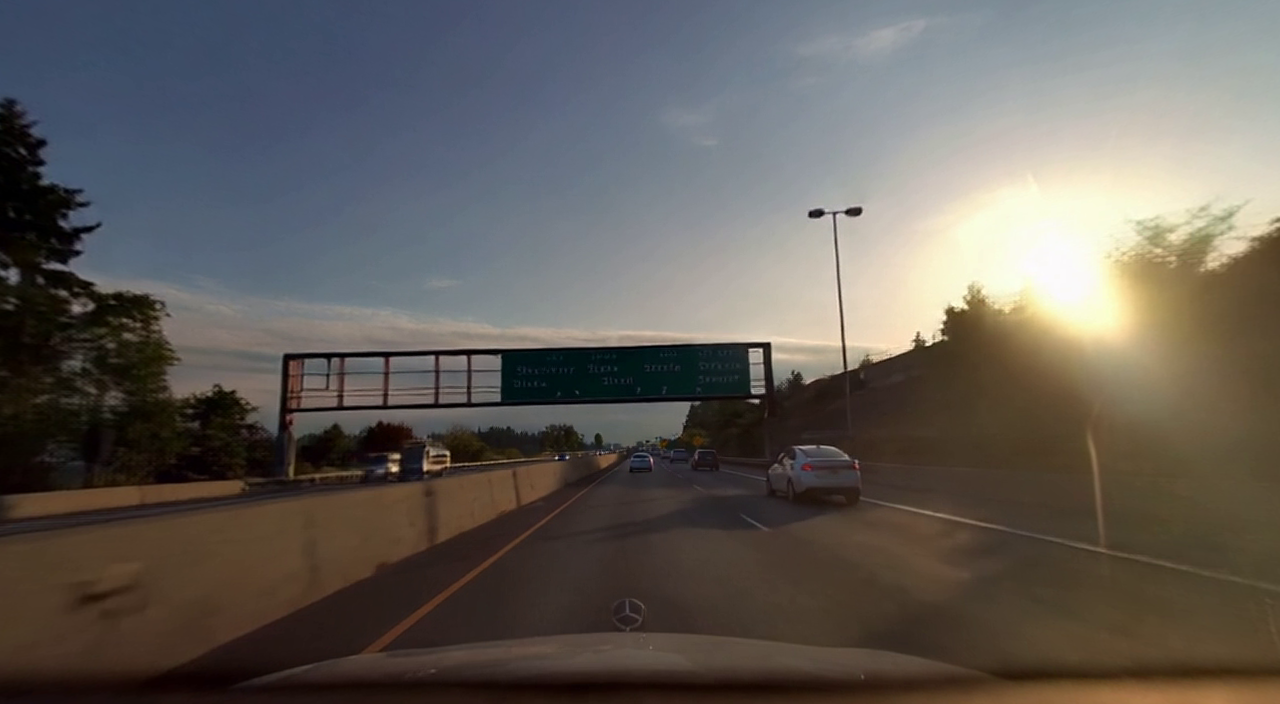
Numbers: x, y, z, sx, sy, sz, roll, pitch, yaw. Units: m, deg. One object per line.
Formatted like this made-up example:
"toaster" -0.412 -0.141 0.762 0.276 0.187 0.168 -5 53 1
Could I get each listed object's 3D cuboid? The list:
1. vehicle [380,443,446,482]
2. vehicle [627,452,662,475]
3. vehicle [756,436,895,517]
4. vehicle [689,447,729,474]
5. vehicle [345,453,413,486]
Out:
"vehicle" -15.984 7.780 44.795 2.507 2.577 5.744 0 -9 1
"vehicle" 0.276 6.871 38.991 2.012 1.320 3.777 0 -9 0
"vehicle" 4.254 2.929 15.333 1.969 1.639 4.472 0 -9 -1
"vehicle" 4.238 6.693 39.068 1.935 1.594 3.981 0 -9 -1
"vehicle" -15.896 7.158 38.719 2.024 1.869 4.992 0 -9 0
